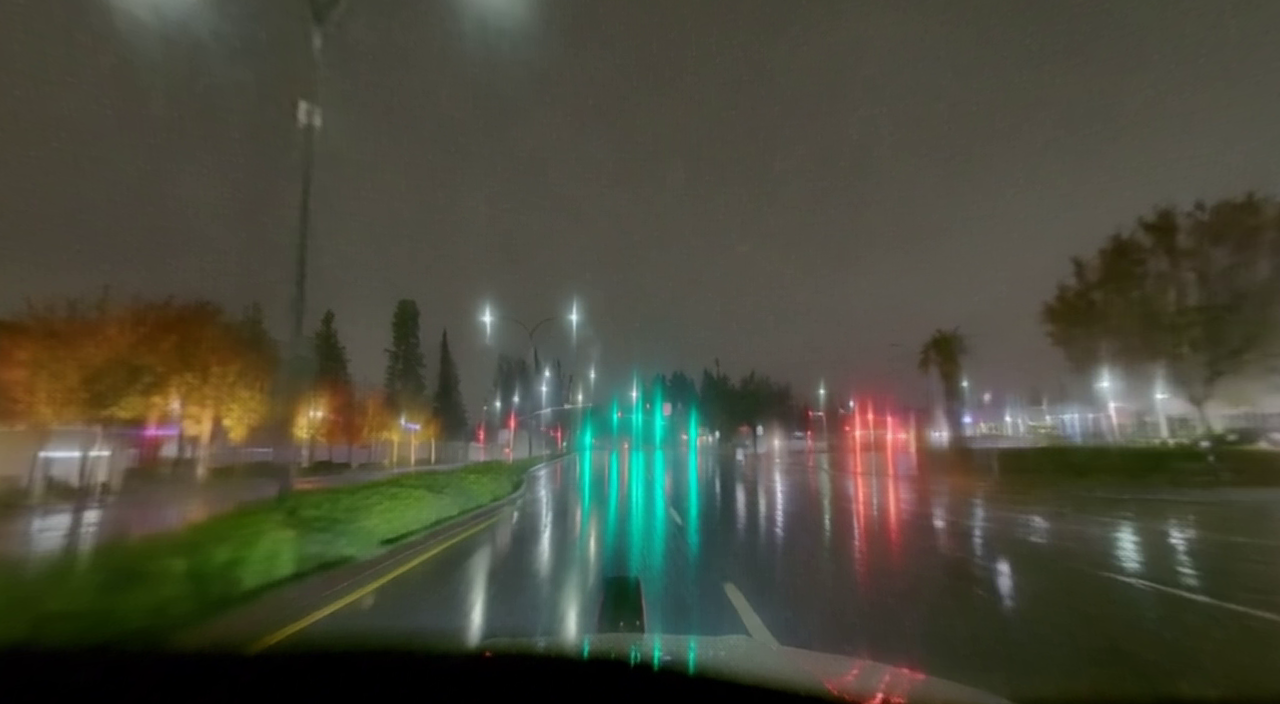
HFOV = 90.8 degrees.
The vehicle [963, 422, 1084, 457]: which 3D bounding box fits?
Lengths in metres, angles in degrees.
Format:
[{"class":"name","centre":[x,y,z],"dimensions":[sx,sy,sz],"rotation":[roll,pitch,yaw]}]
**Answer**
[{"class":"vehicle","centre":[18.932,4.344,31.336],"dimensions":[4.688,1.658,1.950],"rotation":[0,-9,-1]}]

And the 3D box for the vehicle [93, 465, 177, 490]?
[{"class":"vehicle","centre":[-31.549,7.833,39.514],"dimensions":[3.684,1.388,1.808],"rotation":[0,-9,0]}]

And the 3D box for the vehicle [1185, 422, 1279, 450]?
[{"class":"vehicle","centre":[32.324,4.568,34.180],"dimensions":[1.716,1.424,4.210],"rotation":[0,-9,-3]}]
